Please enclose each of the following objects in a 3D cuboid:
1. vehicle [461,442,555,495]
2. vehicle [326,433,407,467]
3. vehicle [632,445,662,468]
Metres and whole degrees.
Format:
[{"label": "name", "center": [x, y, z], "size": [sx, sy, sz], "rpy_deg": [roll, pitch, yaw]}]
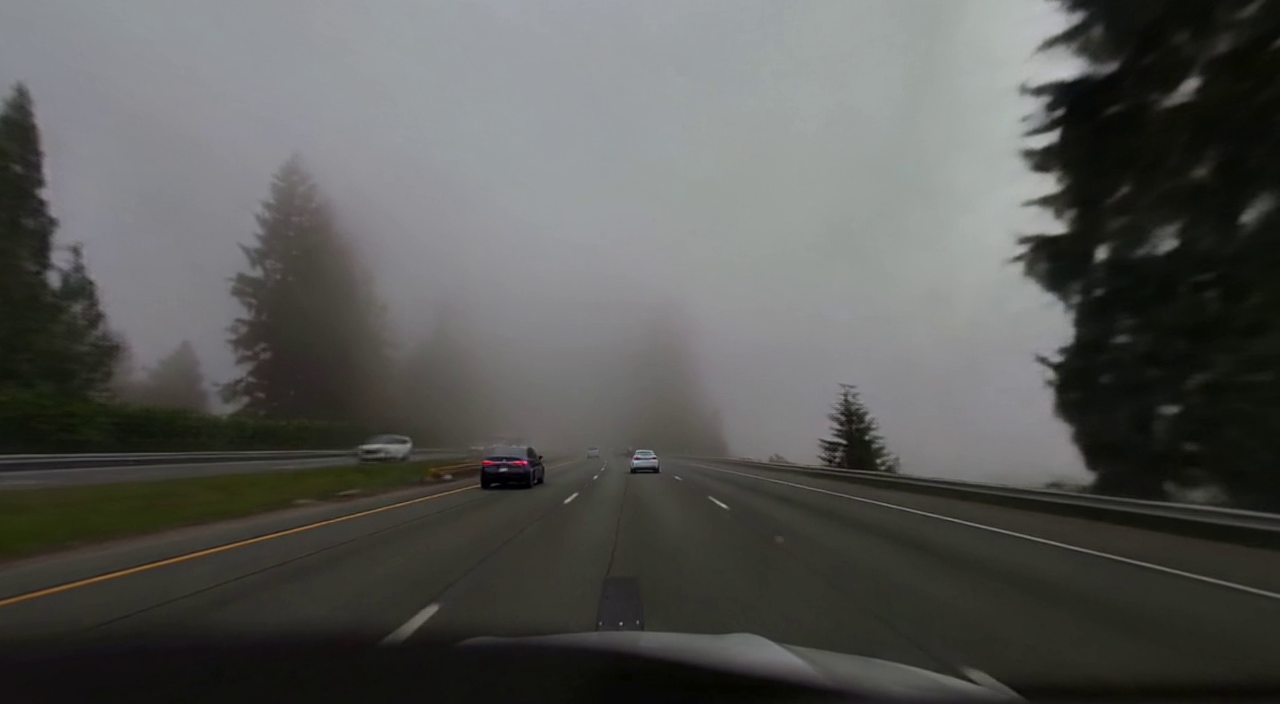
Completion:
[{"label": "vehicle", "center": [-4.079, 3.661, 20.266], "size": [2.054, 1.500, 4.469], "rpy_deg": [0, -9, 0]}, {"label": "vehicle", "center": [-13.094, 4.720, 30.574], "size": [1.932, 1.497, 4.570], "rpy_deg": [0, -9, -1]}, {"label": "vehicle", "center": [0.477, 7.435, 45.003], "size": [2.008, 1.499, 3.192], "rpy_deg": [0, -9, -2]}]
